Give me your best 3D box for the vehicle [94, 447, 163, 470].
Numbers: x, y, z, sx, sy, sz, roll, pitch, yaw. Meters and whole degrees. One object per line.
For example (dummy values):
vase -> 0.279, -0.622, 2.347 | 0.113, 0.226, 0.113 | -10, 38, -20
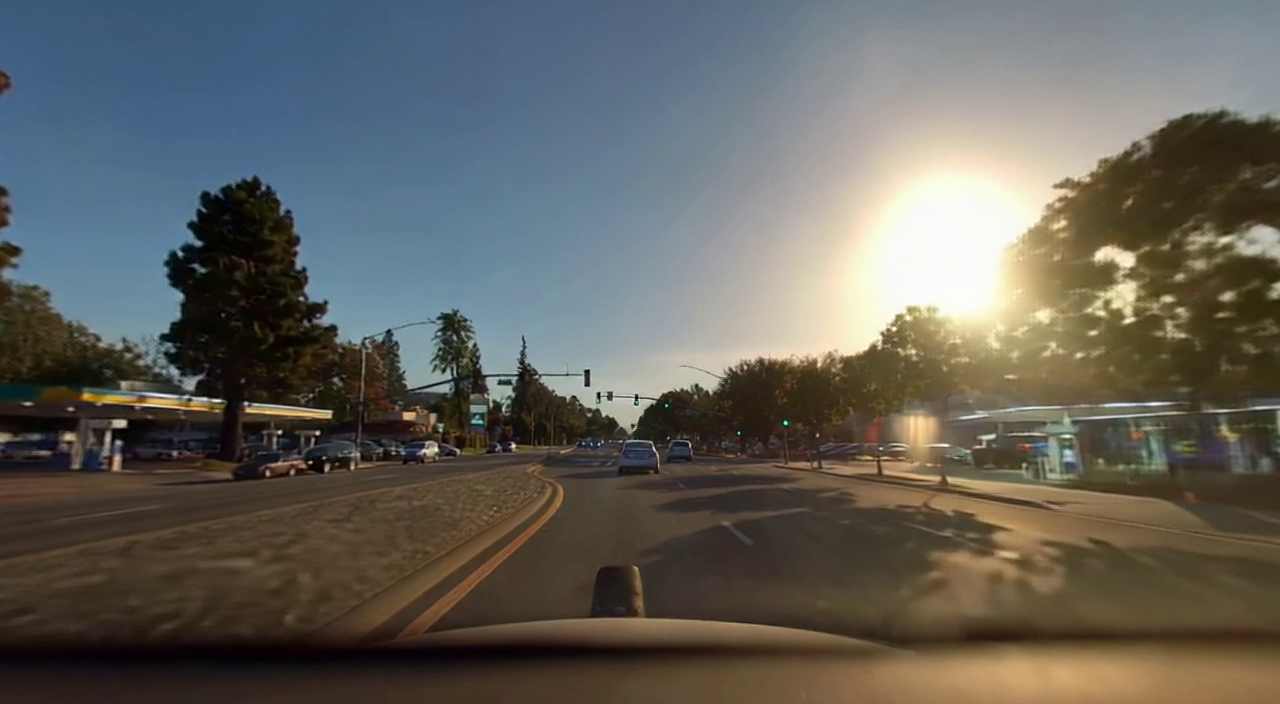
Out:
vehicle -> -37.402, 7.774, 46.105 | 1.792, 1.596, 3.794 | 0, -9, 0

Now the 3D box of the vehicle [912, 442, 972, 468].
vehicle -> 20.270, 6.904, 42.432 | 1.950, 1.519, 4.860 | -4, -9, 5

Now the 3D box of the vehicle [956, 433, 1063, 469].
vehicle -> 20.437, 5.544, 35.255 | 2.254, 1.804, 5.953 | -1, -9, -1

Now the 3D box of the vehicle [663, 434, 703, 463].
vehicle -> 3.348, 7.663, 49.994 | 2.731, 2.101, 6.047 | 0, -8, 0

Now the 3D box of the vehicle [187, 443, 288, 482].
vehicle -> -19.163, 5.265, 30.220 | 1.967, 1.680, 4.396 | -1, -9, -1

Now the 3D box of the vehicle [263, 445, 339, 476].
vehicle -> -19.143, 6.117, 35.752 | 1.920, 1.638, 4.299 | 0, -8, 0

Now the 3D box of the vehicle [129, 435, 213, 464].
vehicle -> -34.583, 7.216, 46.605 | 2.255, 1.981, 5.020 | 0, -9, 1

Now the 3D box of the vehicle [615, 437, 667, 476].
vehicle -> 0.025, 4.592, 27.888 | 2.145, 1.572, 4.021 | 0, -8, -1
